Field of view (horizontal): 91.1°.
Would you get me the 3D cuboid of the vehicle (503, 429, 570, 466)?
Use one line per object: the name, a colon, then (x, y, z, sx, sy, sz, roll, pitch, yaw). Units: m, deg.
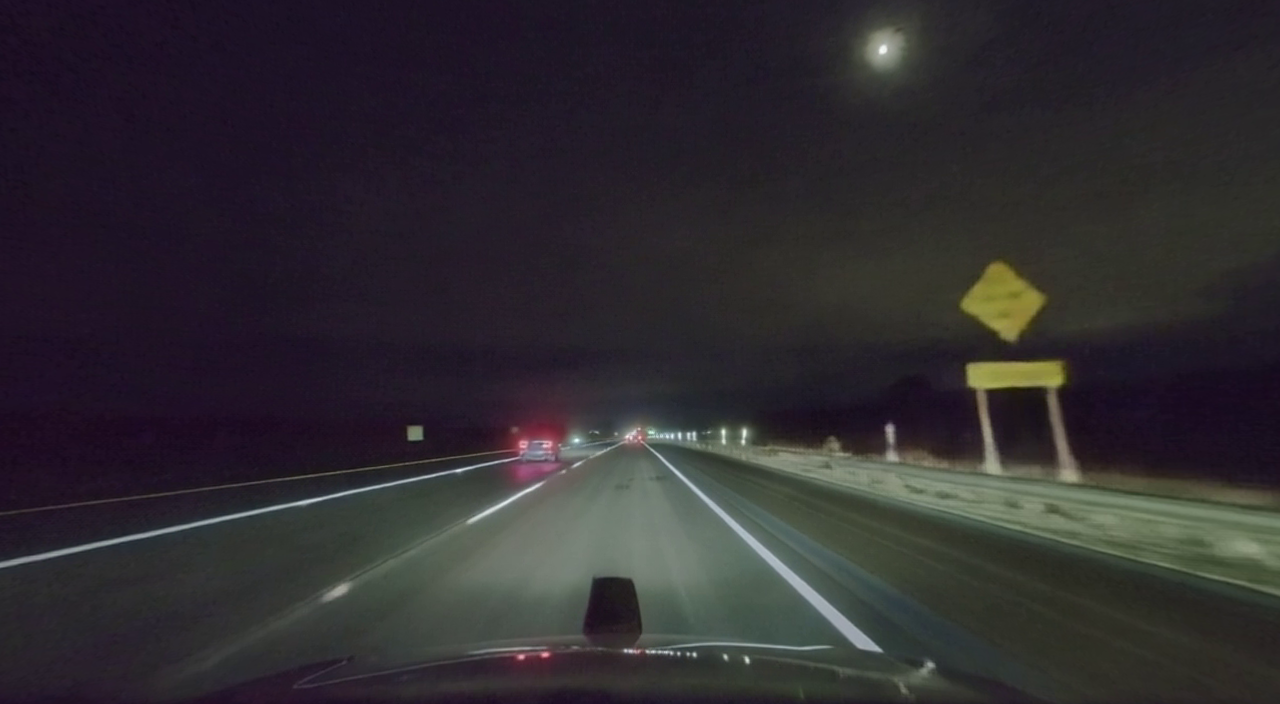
vehicle: (-4.565, 4.283, 28.516, 2.149, 1.532, 4.905, 0, -8, 0)
